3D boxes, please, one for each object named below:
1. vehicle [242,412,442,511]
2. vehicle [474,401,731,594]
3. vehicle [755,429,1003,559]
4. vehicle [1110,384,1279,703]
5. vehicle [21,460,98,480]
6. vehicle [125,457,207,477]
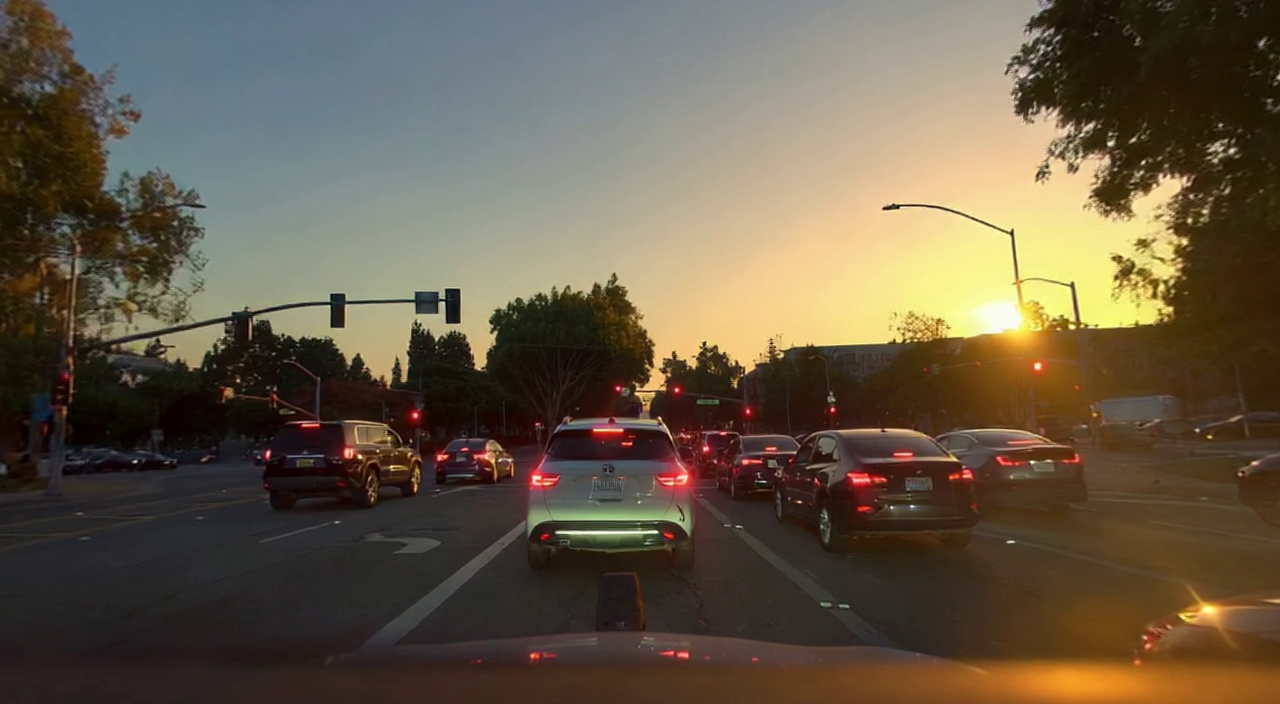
[{"bbox_3d":[-6.719,2.549,15.021,2.214,1.953,5.017,0,-8,1],"label":"vehicle"},{"bbox_3d":[-0.318,1.585,7.649,2.256,1.694,4.055,0,-8,0],"label":"vehicle"},{"bbox_3d":[3.160,1.970,9.501,1.971,1.473,4.495,0,-8,0],"label":"vehicle"},{"bbox_3d":[3.308,0.669,0.846,1.980,1.515,4.362,0,-8,1],"label":"vehicle"},{"bbox_3d":[-45.665,9.258,49.433,4.232,1.498,1.791,0,-8,1],"label":"vehicle"},{"bbox_3d":[-37.308,9.031,49.504,4.914,1.487,1.850,0,-8,0],"label":"vehicle"}]
